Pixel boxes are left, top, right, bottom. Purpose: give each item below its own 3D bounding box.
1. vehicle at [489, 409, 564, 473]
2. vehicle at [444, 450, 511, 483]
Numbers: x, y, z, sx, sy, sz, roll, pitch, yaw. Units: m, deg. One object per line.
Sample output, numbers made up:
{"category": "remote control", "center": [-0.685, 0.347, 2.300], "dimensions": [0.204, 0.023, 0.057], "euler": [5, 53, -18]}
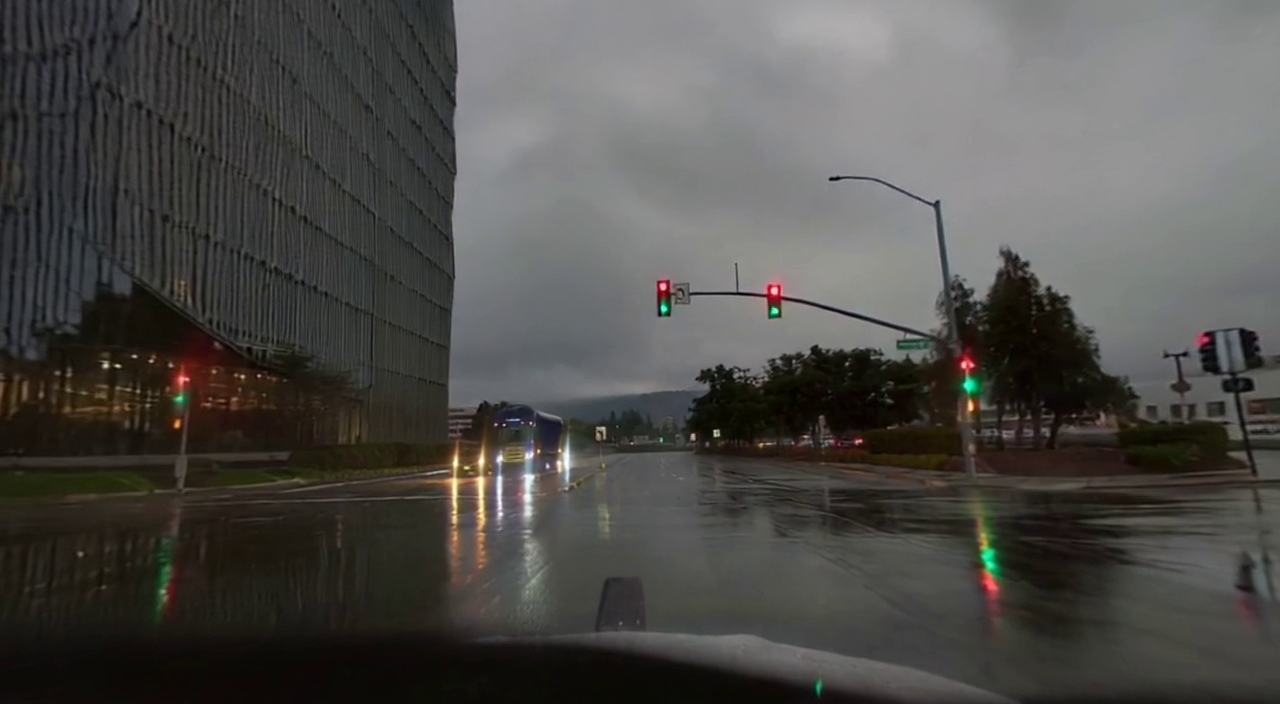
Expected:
{"category": "vehicle", "center": [-7.520, 6.238, 43.688], "dimensions": [3.109, 3.888, 11.000], "euler": [0, -9, 0]}
{"category": "vehicle", "center": [-8.146, 5.749, 31.977], "dimensions": [2.113, 1.535, 4.504], "euler": [0, -9, 1]}
